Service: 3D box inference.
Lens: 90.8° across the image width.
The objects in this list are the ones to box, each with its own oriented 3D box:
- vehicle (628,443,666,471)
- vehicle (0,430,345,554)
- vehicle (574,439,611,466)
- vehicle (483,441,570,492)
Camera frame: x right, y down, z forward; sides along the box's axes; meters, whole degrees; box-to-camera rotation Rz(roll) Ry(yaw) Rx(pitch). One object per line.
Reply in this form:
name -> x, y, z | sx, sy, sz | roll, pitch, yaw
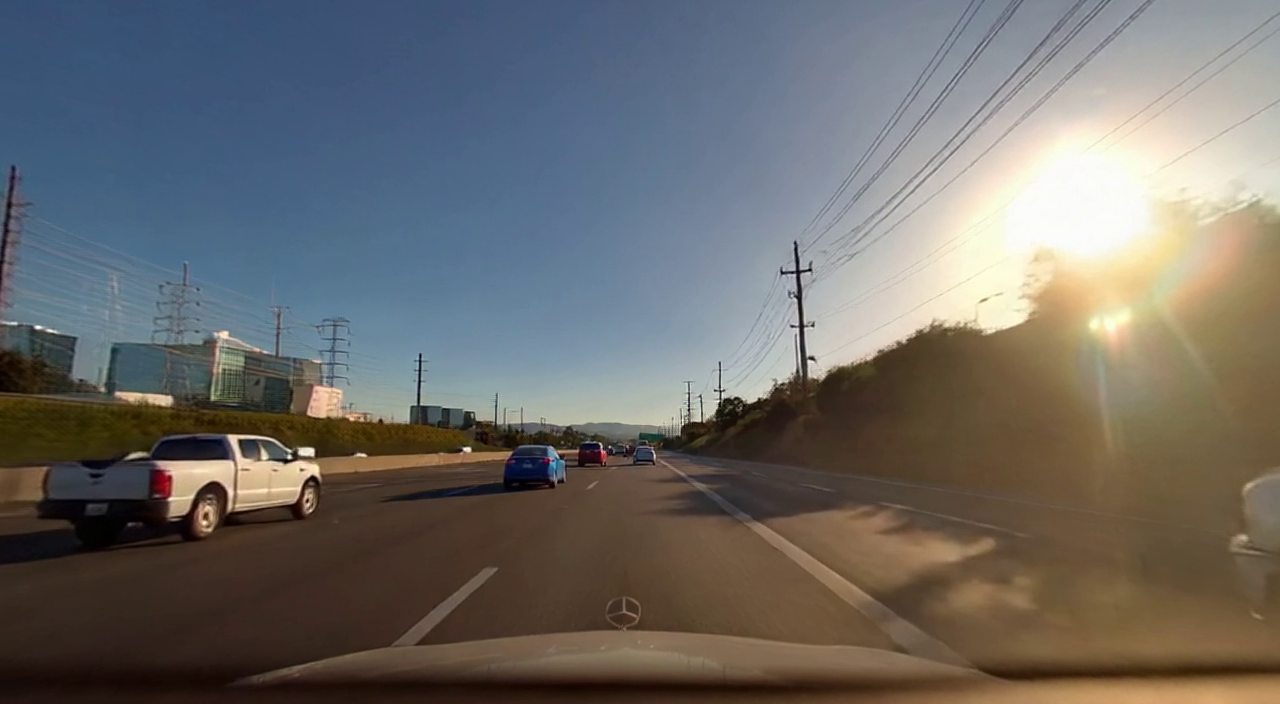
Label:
vehicle -> 0.386, 5.862, 35.367 | 2.030, 1.471, 4.115 | 0, -8, 1
vehicle -> -6.864, 2.068, 10.135 | 1.959, 1.496, 4.740 | 0, -8, 0
vehicle -> -3.249, 6.988, 44.054 | 2.244, 1.752, 4.439 | 0, -8, 1
vehicle -> -3.488, 3.603, 20.218 | 1.938, 1.444, 4.206 | 0, -8, 1
